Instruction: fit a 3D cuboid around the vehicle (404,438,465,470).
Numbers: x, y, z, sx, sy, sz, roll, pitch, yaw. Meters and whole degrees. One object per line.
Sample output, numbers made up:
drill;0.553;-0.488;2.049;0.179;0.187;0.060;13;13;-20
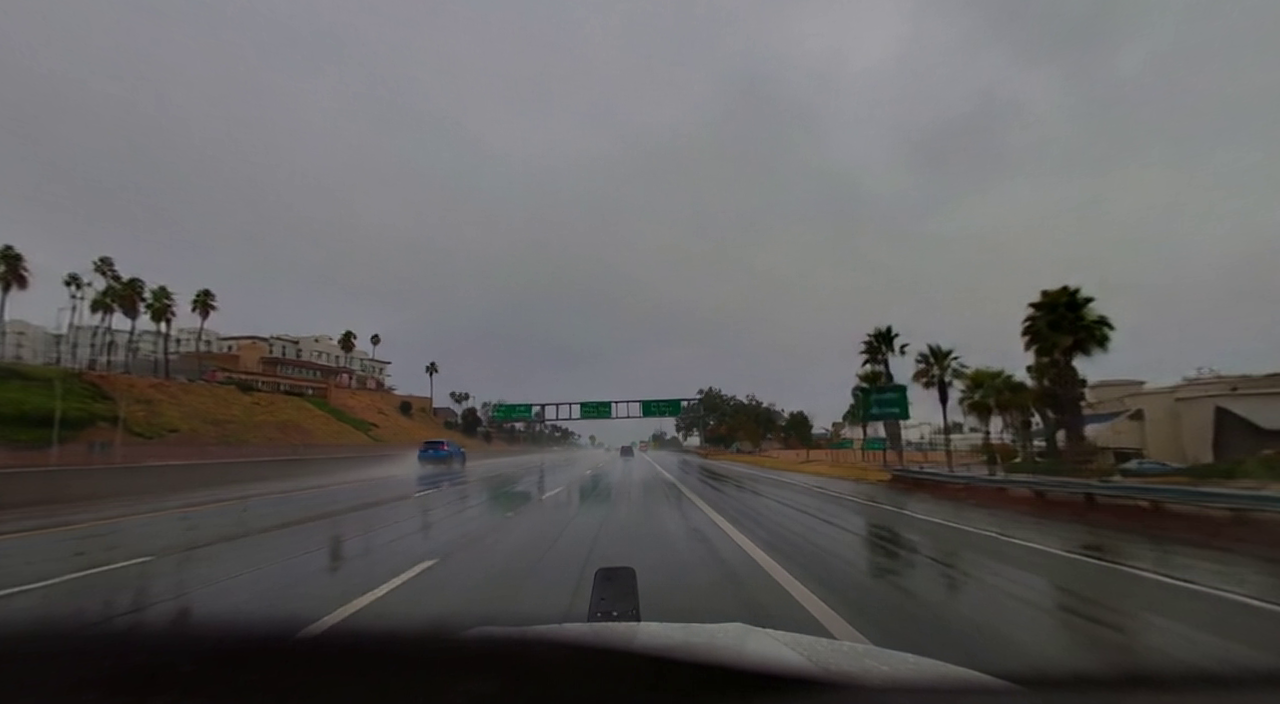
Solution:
vehicle;-11.810;5.881;36.627;2.016;1.754;4.543;0;-8;0
